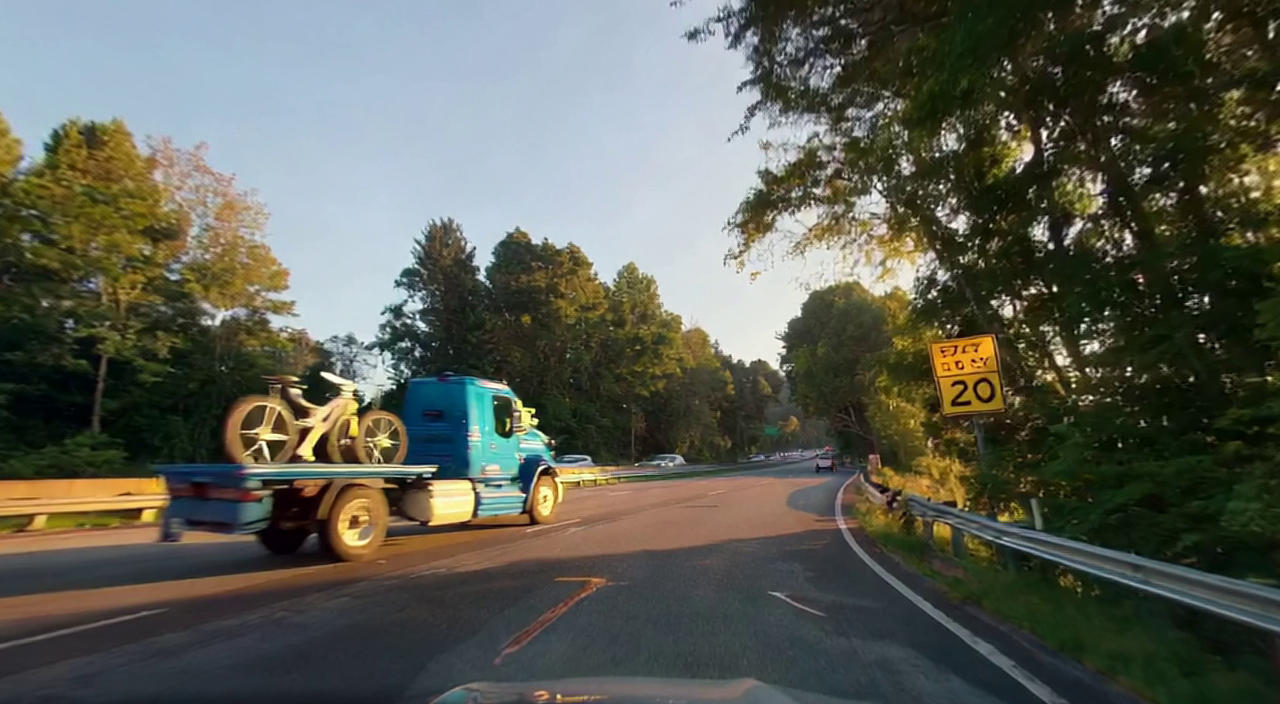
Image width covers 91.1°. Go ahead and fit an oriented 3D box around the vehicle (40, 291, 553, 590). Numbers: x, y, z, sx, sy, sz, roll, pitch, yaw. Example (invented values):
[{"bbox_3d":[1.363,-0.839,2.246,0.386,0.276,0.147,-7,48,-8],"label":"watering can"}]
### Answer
[{"bbox_3d":[-4.559,1.643,10.897,2.841,3.244,7.689,-3,-11,18],"label":"vehicle"}]
